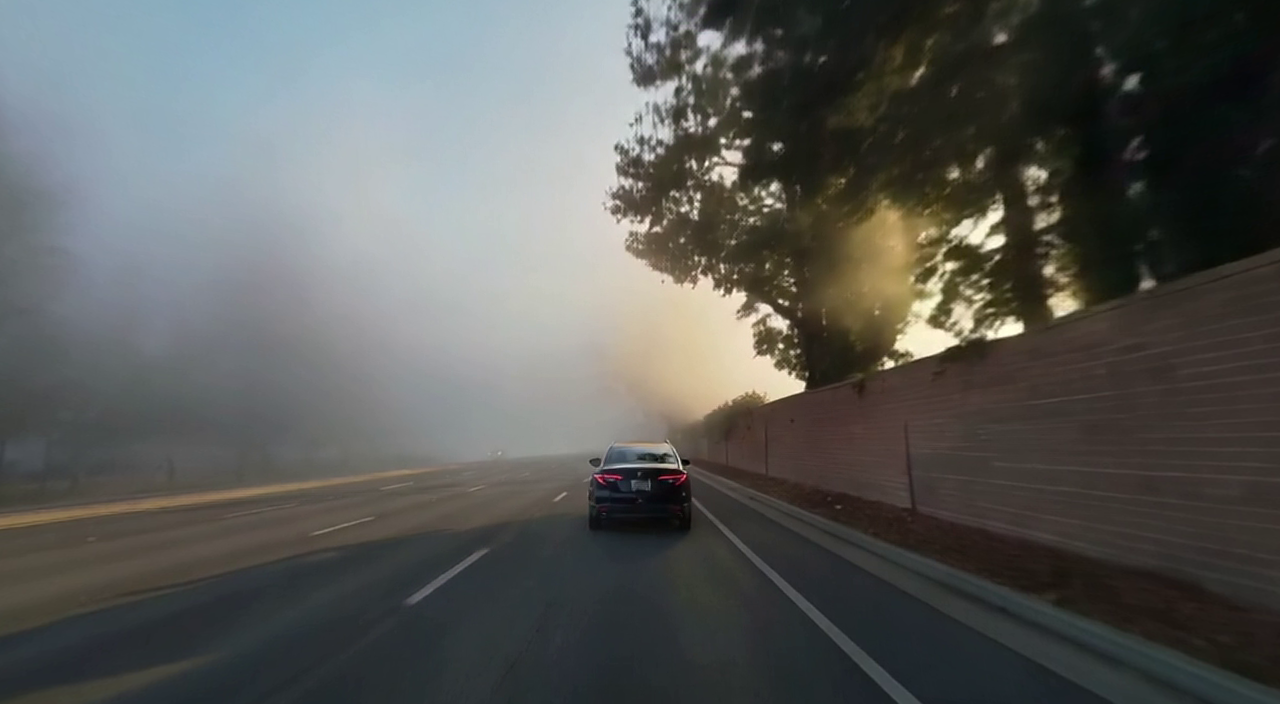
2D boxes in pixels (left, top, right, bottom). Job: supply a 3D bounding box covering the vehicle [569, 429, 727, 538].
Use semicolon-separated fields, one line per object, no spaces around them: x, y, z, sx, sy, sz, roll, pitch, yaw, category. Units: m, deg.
0.069;2.154;11.016;2.205;1.509;4.272;0;-8;-1;vehicle
